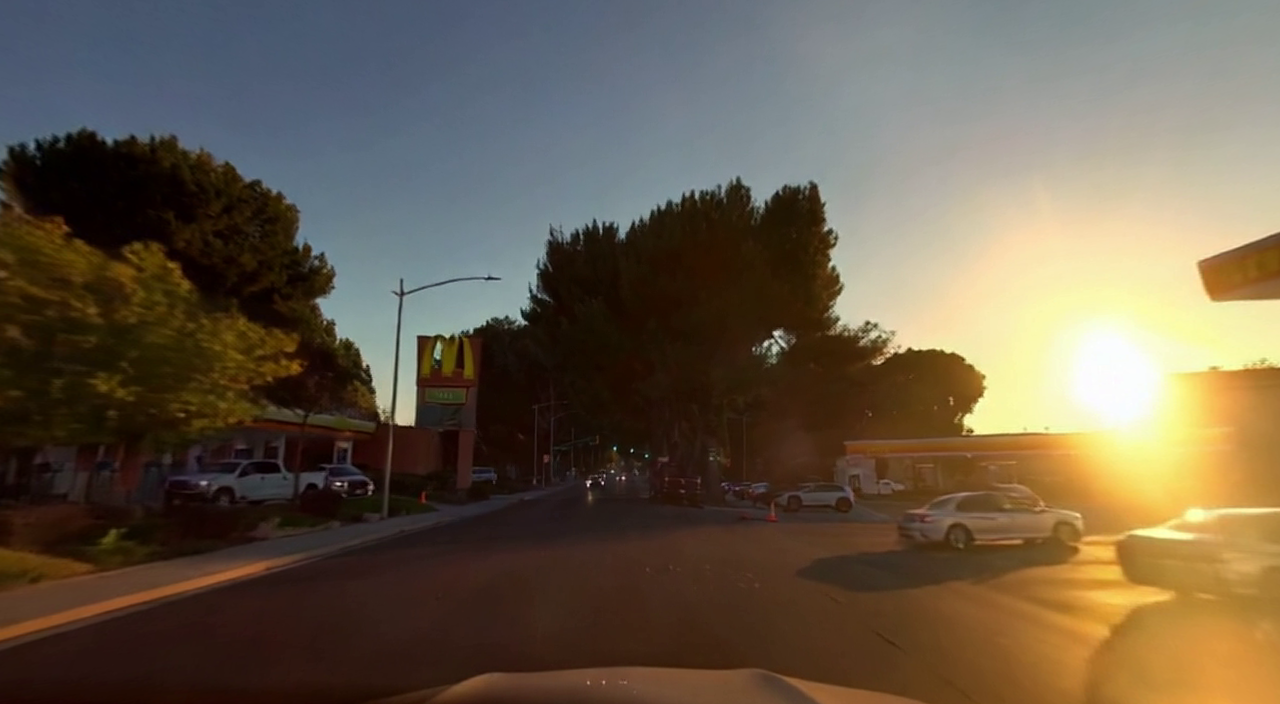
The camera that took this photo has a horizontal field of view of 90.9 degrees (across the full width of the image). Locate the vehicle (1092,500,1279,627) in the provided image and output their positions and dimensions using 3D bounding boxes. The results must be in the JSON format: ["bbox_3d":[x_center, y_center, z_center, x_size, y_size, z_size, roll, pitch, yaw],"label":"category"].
[{"bbox_3d":[9.371,2.909,9.011,4.316,1.462,1.921,0,-11,-2],"label":"vehicle"}]

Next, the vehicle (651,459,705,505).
[{"bbox_3d":[1.791,6.551,31.898,2.153,2.074,5.188,1,-11,-3],"label":"vehicle"}]

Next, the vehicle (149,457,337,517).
[{"bbox_3d":[-12.416,4.226,19.930,4.575,1.641,2.006,10,-15,-43],"label":"vehicle"}]

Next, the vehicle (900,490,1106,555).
[{"bbox_3d":[9.283,4.380,16.390,4.169,1.474,1.850,0,-11,-1],"label":"vehicle"}]

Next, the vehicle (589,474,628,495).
[{"bbox_3d":[-2.249,9.689,46.337,1.993,1.454,3.810,-2,-11,11],"label":"vehicle"}]

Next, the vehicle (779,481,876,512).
[{"bbox_3d":[9.082,7.022,30.717,4.123,1.446,1.807,0,-11,-3],"label":"vehicle"}]
